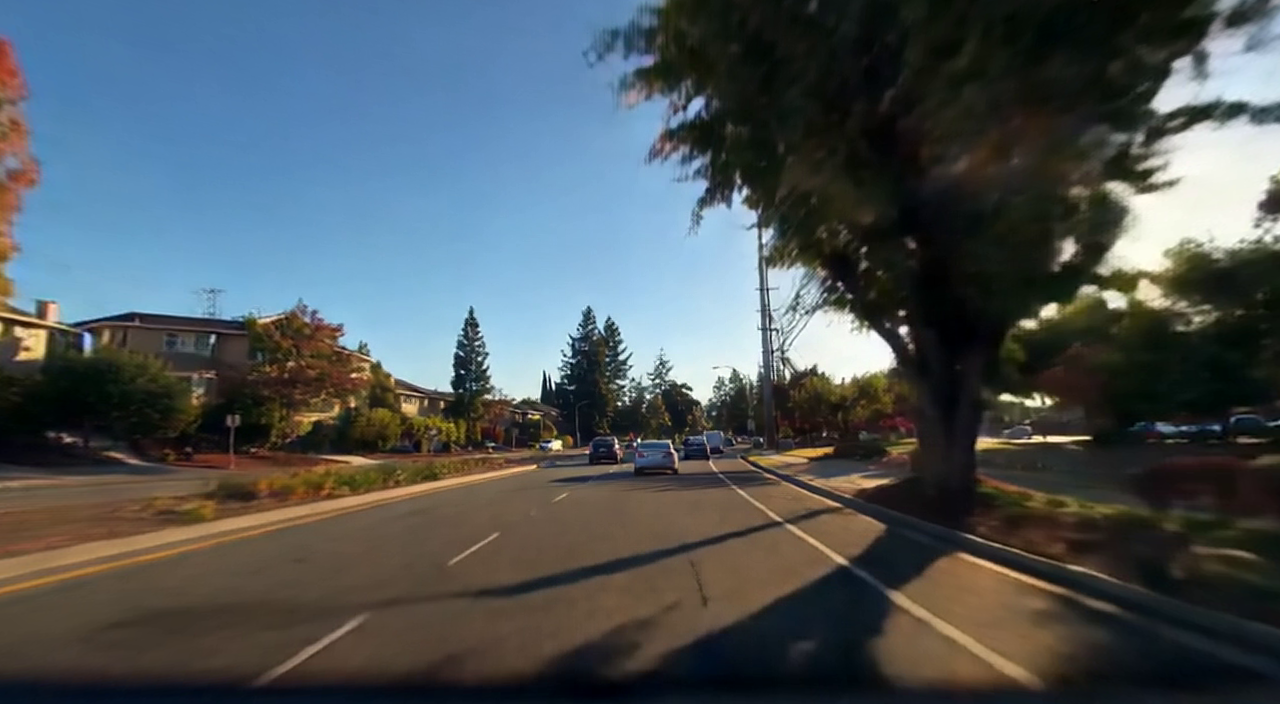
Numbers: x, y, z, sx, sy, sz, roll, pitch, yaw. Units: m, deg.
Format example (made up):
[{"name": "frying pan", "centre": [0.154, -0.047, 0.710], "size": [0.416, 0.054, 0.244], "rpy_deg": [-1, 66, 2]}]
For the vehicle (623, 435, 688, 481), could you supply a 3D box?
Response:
[{"name": "vehicle", "centre": [0.635, 3.765, 22.576], "size": [2.117, 1.474, 4.036], "rpy_deg": [-1, -8, 4]}]

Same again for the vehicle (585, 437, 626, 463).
[{"name": "vehicle", "centre": [-2.019, 5.958, 38.421], "size": [1.983, 1.485, 4.159], "rpy_deg": [-1, -8, 4]}]
